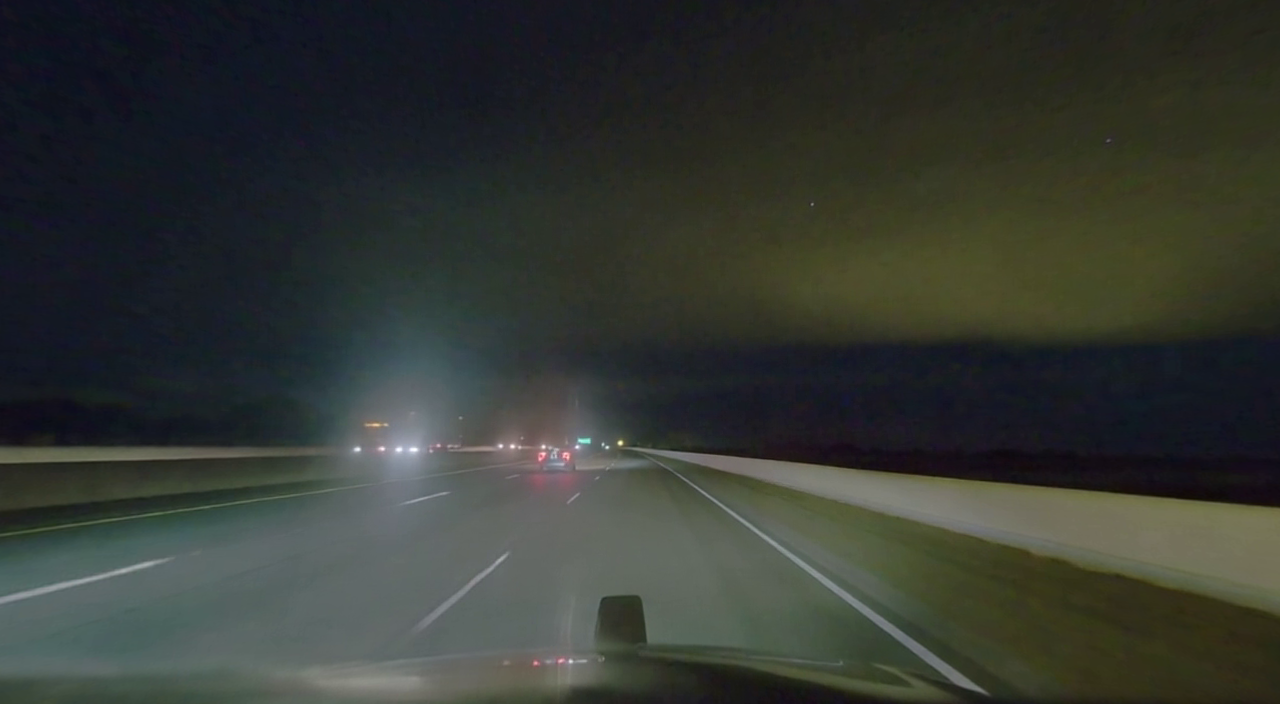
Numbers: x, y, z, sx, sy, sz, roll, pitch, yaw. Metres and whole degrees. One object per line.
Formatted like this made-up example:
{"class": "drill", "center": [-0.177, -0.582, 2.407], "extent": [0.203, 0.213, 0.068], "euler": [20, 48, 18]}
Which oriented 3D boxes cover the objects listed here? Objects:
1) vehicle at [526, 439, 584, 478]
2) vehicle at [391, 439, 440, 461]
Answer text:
{"class": "vehicle", "center": [-3.894, 4.970, 29.644], "extent": [2.133, 1.683, 4.340], "euler": [1, -9, 0]}
{"class": "vehicle", "center": [-17.154, 7.517, 48.264], "extent": [2.064, 1.556, 4.548], "euler": [1, -9, 0]}
